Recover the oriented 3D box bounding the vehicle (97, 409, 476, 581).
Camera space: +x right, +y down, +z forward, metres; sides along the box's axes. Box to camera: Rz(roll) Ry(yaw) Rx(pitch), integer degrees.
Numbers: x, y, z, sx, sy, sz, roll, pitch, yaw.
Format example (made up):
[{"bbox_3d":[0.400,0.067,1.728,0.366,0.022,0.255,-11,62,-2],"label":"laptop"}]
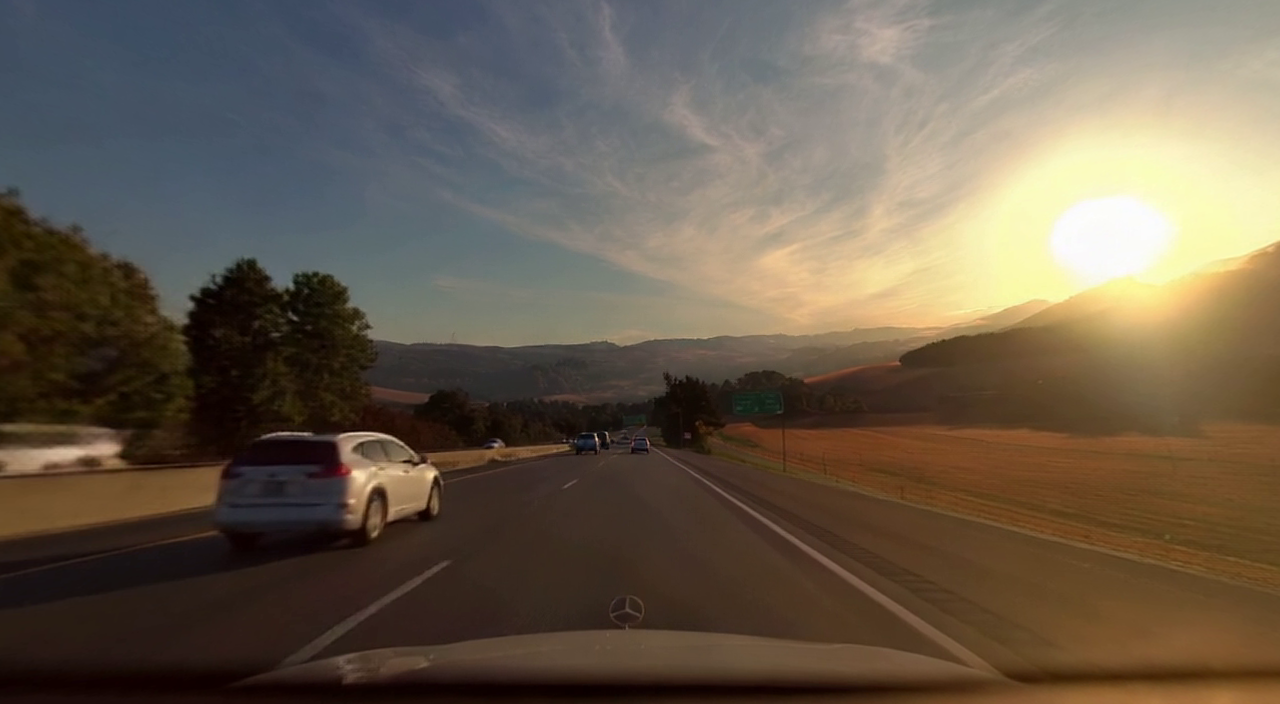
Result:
[{"bbox_3d":[-3.877,1.653,8.181,2.190,1.571,4.643,0,-8,1],"label":"vehicle"}]
